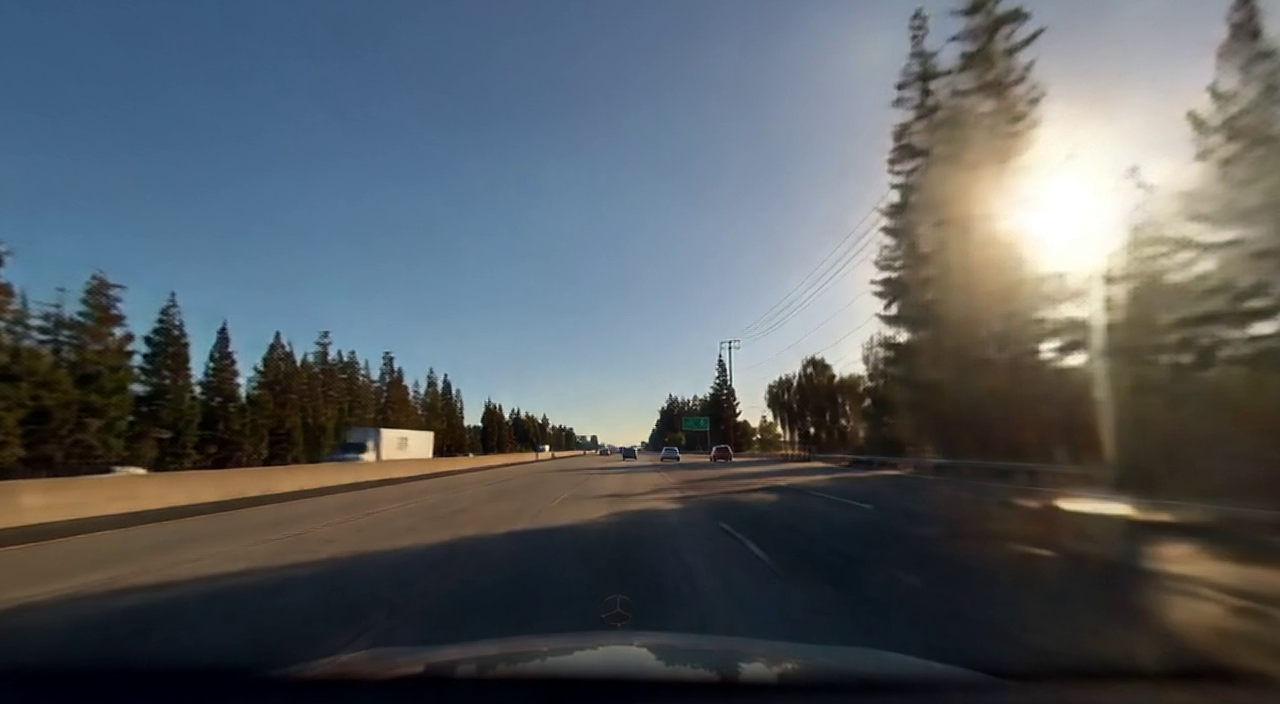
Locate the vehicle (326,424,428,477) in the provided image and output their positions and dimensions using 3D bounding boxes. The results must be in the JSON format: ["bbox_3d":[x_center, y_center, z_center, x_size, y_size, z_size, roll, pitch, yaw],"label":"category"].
[{"bbox_3d":[-19.222,7.337,47.197,2.951,3.477,10.720,0,-9,0],"label":"vehicle"}]

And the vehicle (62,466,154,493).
[{"bbox_3d":[-40.316,9.683,48.098,2.078,1.720,5.714,0,-9,-1],"label":"vehicle"}]
